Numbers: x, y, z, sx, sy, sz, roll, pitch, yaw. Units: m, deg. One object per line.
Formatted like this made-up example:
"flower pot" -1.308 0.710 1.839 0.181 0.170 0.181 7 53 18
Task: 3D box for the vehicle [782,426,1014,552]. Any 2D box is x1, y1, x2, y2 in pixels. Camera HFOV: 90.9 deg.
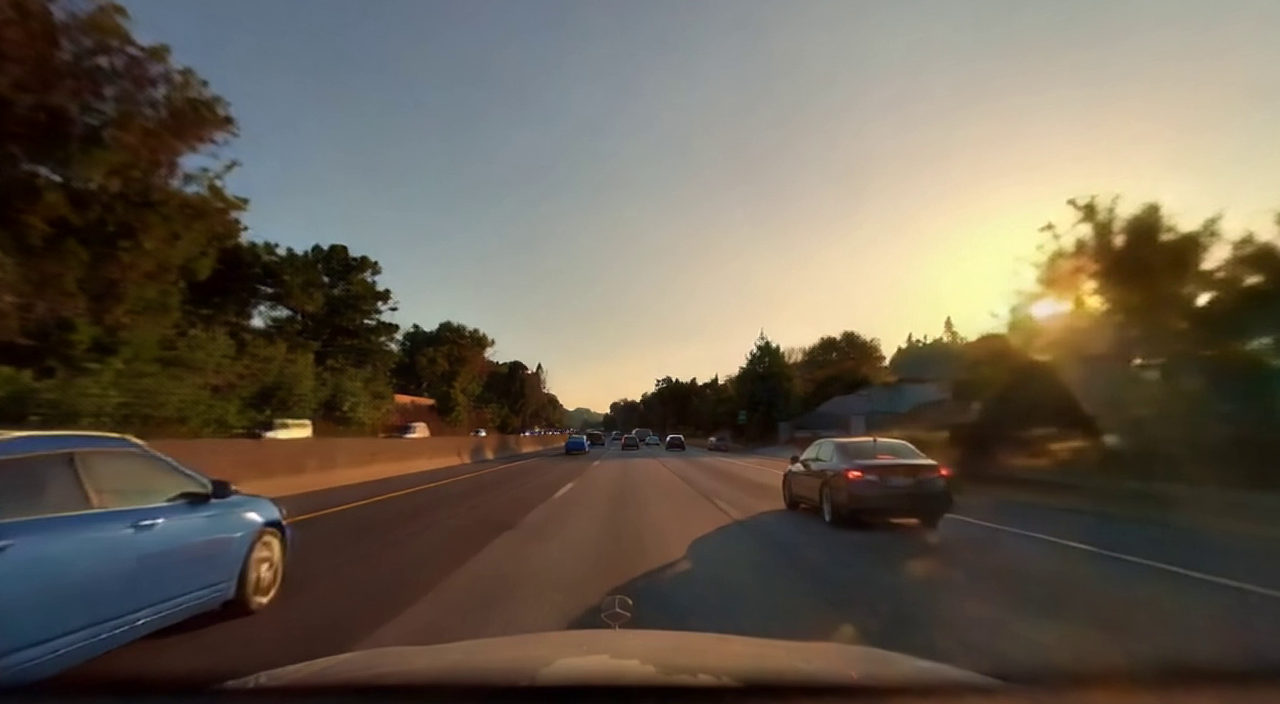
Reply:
"vehicle" 3.640 1.954 9.771 1.883 1.536 3.792 0 -8 -2

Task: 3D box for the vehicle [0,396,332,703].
"vehicle" -3.948 1.056 3.497 2.032 1.535 4.889 0 -8 0

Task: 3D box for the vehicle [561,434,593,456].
"vehicle" -4.518 6.708 45.617 1.941 1.529 4.111 0 -8 -1

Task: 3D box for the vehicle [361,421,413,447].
"vehicle" -14.195 4.635 35.530 1.587 1.408 3.375 0 -8 -1
